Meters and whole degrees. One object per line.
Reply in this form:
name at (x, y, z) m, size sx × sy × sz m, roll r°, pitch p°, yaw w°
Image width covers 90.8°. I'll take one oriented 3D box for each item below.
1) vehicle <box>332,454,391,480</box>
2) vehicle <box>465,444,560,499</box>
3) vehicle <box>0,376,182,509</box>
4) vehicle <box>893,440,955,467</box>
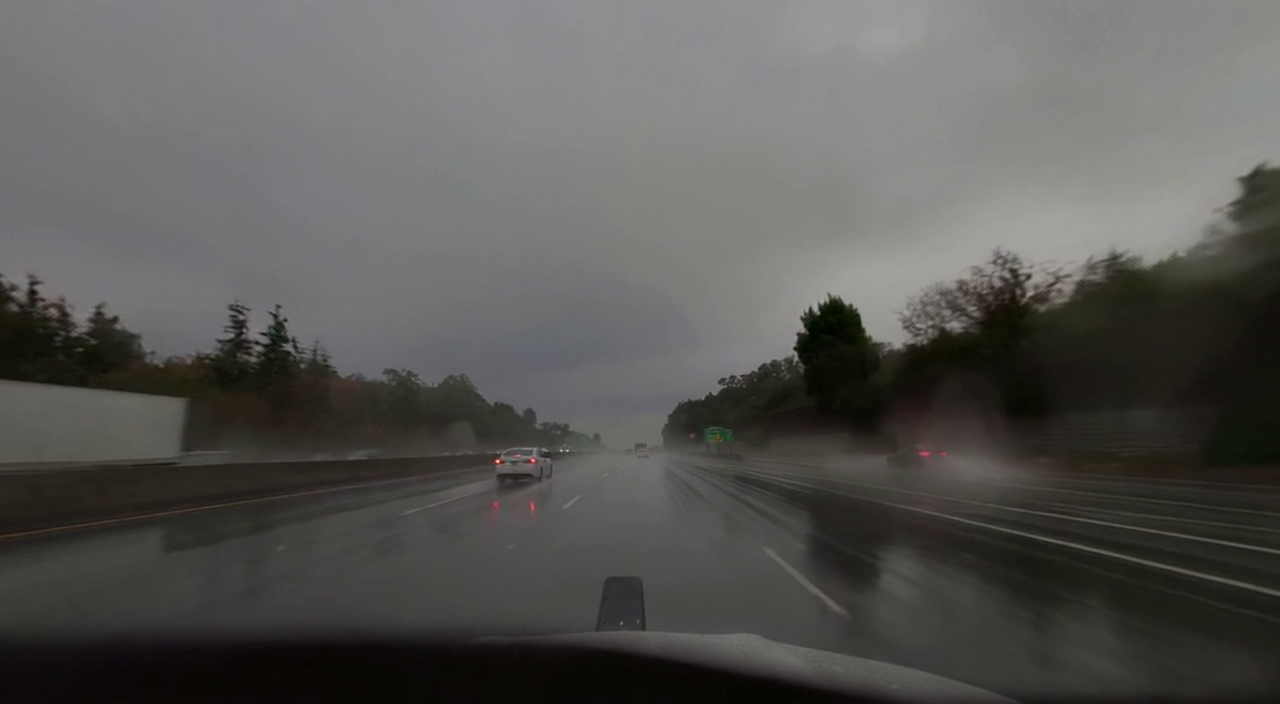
vehicle at (-16.387, 6.757, 37.321) m, size 1.783 × 1.422 × 3.745 m, roll 0°, pitch -9°, yaw 0°
vehicle at (-3.673, 3.541, 19.057) m, size 1.873 × 1.438 × 4.546 m, roll 0°, pitch -9°, yaw 1°
vehicle at (-20.491, 2.859, 19.789) m, size 3.002 × 3.888 × 12.377 m, roll 0°, pitch -9°, yaw 0°
vehicle at (18.501, 6.660, 41.333) m, size 1.925 × 1.648 × 4.367 m, roll 0°, pitch -9°, yaw -1°
